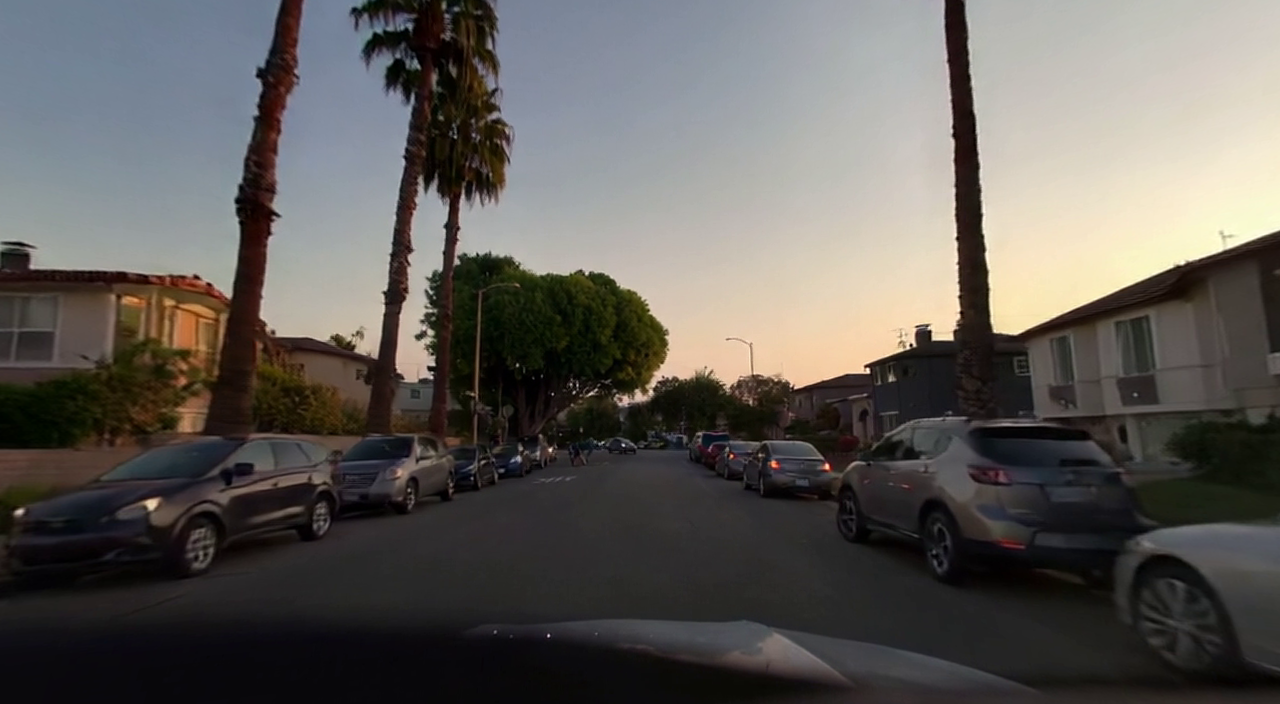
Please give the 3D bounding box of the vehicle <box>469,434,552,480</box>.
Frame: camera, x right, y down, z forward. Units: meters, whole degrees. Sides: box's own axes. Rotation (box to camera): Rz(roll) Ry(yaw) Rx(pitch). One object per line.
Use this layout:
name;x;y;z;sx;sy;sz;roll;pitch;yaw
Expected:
vehicle;-5.521;4.583;27.976;2.316;1.808;5.876;0;-8;1

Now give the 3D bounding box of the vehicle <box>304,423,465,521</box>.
vehicle;-5.624;2.682;14.713;1.963;1.859;4.884;0;-8;-4

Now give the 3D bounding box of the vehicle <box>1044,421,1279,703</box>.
vehicle;4.040;0.973;2.229;1.870;1.506;4.897;0;-8;-2

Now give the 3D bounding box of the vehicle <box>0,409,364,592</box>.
vehicle;-5.650;1.800;8.567;1.947;1.803;4.381;0;-8;-2

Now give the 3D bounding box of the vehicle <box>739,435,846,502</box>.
vehicle;4.152;3.216;17.930;1.998;1.649;4.175;0;-8;0

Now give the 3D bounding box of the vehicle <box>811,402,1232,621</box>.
vehicle;3.858;1.681;7.717;2.116;1.817;4.652;0;-8;-1
